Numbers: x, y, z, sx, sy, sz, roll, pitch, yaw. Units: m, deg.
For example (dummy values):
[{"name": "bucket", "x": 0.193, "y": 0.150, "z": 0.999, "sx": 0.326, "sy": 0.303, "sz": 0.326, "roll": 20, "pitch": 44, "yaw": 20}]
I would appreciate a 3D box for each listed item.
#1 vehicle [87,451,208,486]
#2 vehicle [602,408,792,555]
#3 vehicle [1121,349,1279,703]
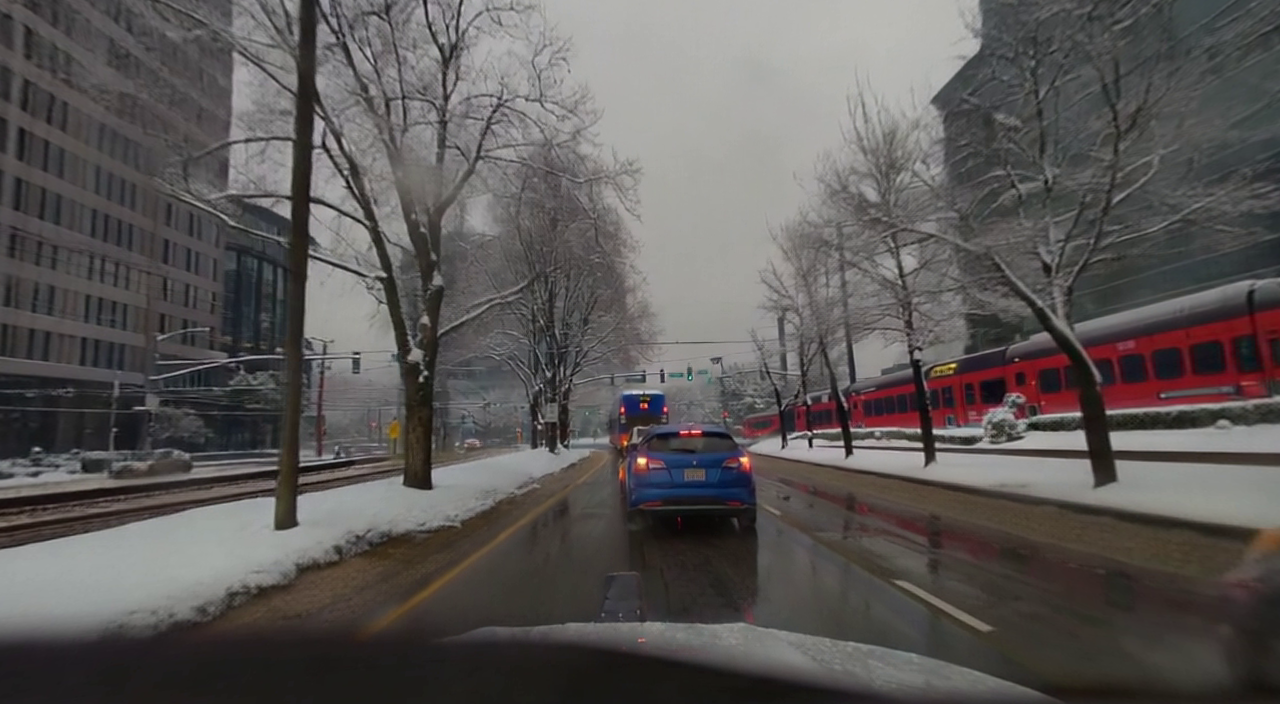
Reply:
[{"name": "vehicle", "x": -23.082, "y": 5.433, "z": 29.784, "sx": 1.900, "sy": 1.465, "sz": 4.781, "roll": 0, "pitch": -9, "yaw": -1}, {"name": "vehicle", "x": 0.594, "y": 1.808, "z": 9.397, "sx": 2.190, "sy": 1.684, "sz": 4.084, "roll": 0, "pitch": -9, "yaw": -2}, {"name": "vehicle", "x": 3.826, "y": 0.614, "z": 1.134, "sx": 2.212, "sy": 1.709, "sz": 4.715, "roll": 0, "pitch": -9, "yaw": 1}]
